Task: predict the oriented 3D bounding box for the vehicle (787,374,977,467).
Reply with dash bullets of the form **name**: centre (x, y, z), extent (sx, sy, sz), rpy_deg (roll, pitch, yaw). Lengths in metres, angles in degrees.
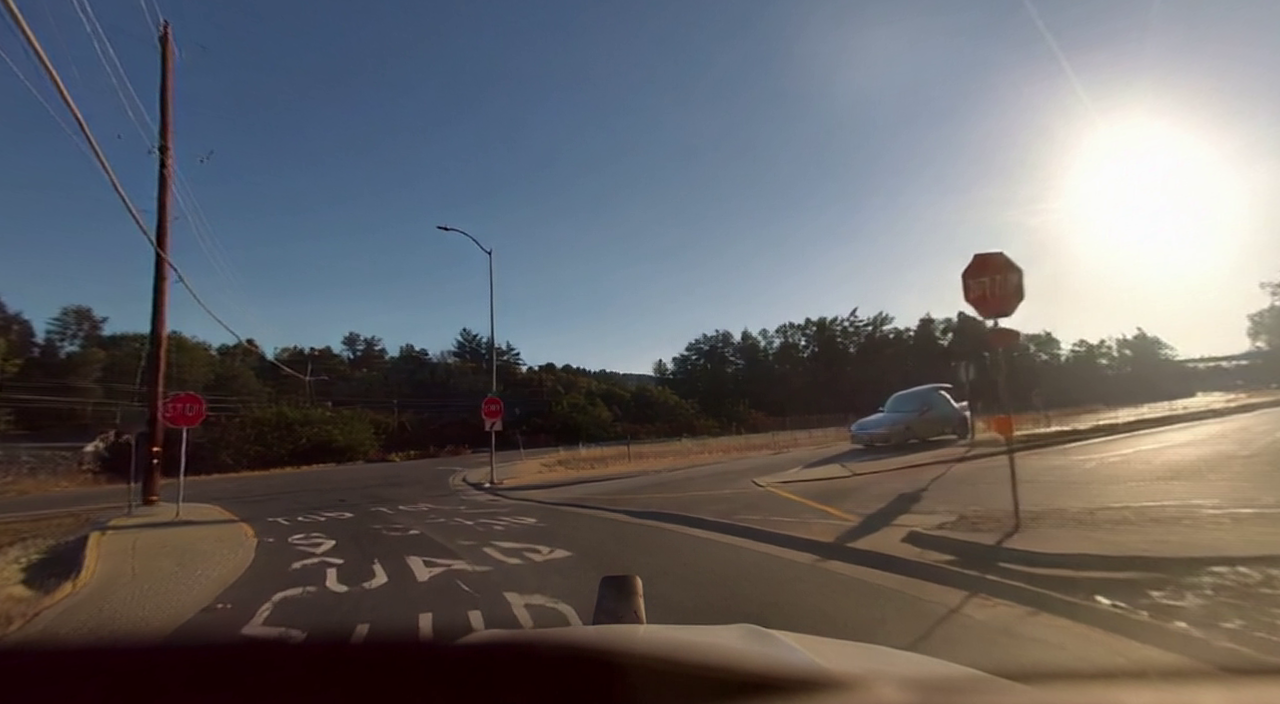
- **vehicle**: centre (6.349, 1.756, 16.469), extent (4.403, 1.574, 1.914), rpy_deg (-8, -4, -25)
